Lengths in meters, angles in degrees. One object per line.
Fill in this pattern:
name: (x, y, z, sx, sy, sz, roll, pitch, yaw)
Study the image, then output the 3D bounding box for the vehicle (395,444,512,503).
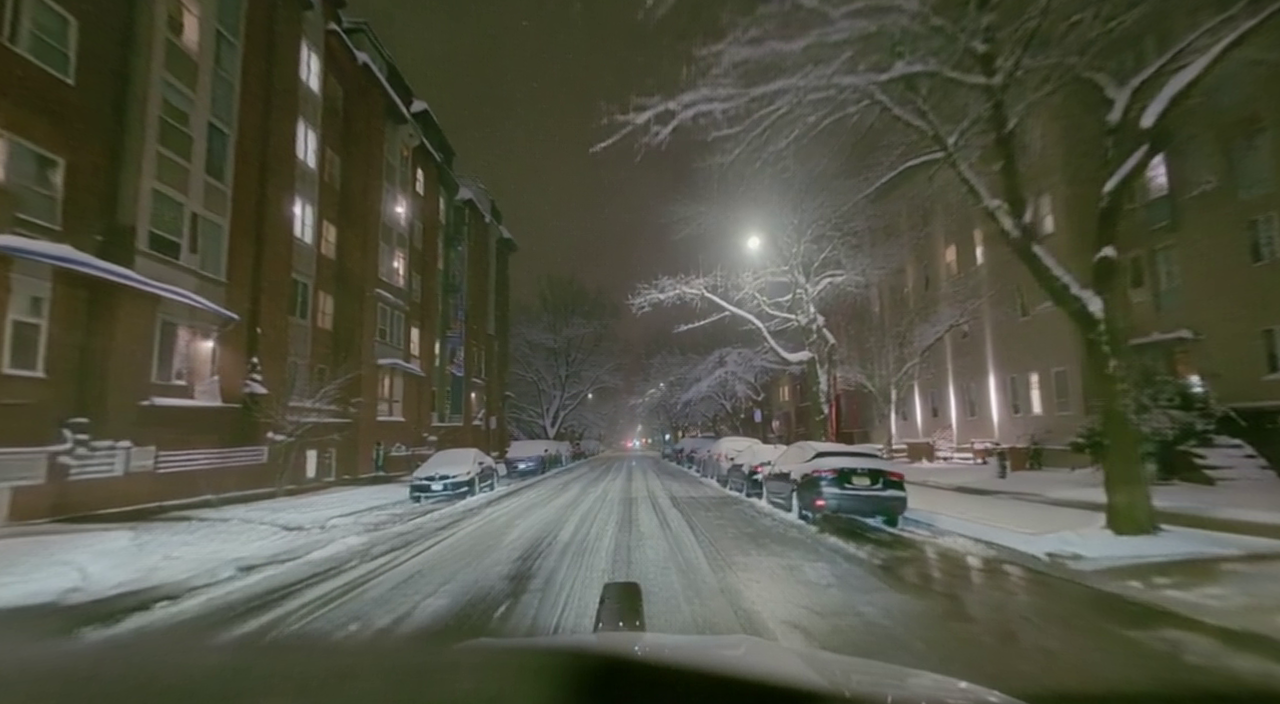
vehicle: (-5.319, 3.489, 18.734, 2.080, 1.458, 4.511, -2, -8, 0)

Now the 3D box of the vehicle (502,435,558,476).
vehicle: (-5.476, 5.215, 32.067, 2.069, 1.881, 4.697, 0, -8, -1)

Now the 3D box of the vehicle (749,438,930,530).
vehicle: (3.644, 2.479, 12.627, 1.881, 1.460, 4.737, 1, -8, -3)
